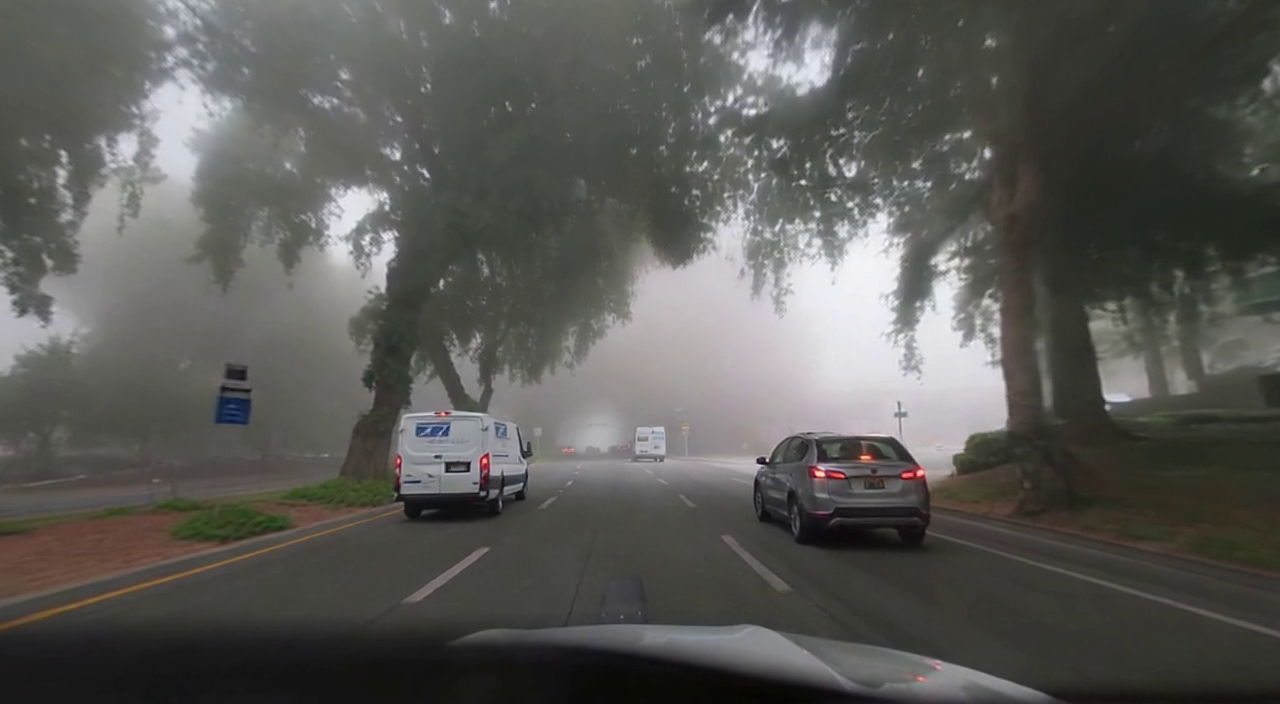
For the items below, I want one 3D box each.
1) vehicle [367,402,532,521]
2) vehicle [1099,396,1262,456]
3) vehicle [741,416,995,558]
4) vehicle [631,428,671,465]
[{"bbox_3d":[-3.987,2.406,14.259,2.420,2.227,4.499,0,-8,-2],"label":"vehicle"},{"bbox_3d":[29.768,4.140,34.895,7.267,3.074,2.768,2,-8,-13],"label":"vehicle"},{"bbox_3d":[3.081,1.938,9.832,2.087,1.658,4.612,0,-8,-2],"label":"vehicle"},{"bbox_3d":[0.739,6.900,46.195,2.397,2.566,5.324,1,-9,-5],"label":"vehicle"}]
